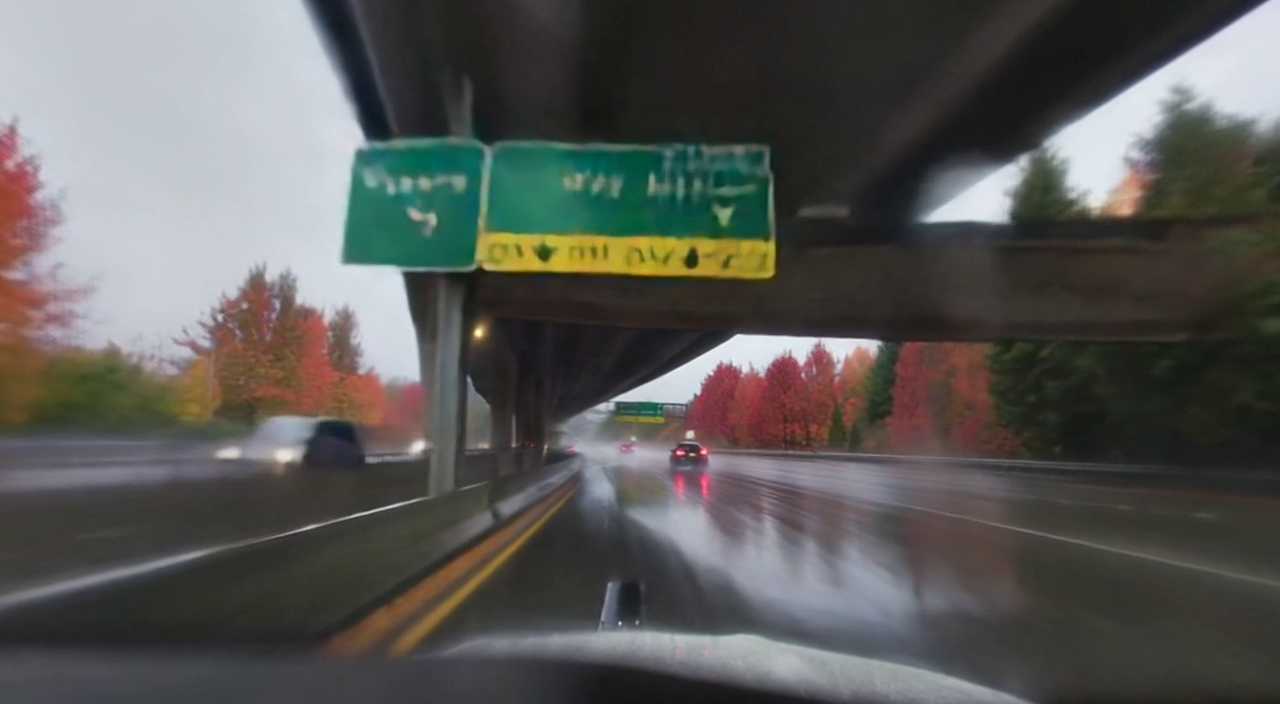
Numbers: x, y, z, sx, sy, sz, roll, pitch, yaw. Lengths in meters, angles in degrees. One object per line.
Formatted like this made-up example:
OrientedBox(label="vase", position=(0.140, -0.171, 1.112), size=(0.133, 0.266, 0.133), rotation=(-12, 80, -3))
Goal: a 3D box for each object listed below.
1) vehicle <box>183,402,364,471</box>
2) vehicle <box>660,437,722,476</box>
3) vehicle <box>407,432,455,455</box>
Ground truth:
OrientedBox(label="vehicle", position=(-9.176, 2.235, 16.265), size=(2.075, 1.502, 4.483), rotation=(0, -9, -1))
OrientedBox(label="vehicle", position=(2.256, 4.815, 28.930), size=(2.337, 1.633, 4.222), rotation=(0, -9, -2))
OrientedBox(label="vehicle", position=(-14.660, 6.455, 44.159), size=(1.983, 1.522, 4.458), rotation=(0, -9, -2))
